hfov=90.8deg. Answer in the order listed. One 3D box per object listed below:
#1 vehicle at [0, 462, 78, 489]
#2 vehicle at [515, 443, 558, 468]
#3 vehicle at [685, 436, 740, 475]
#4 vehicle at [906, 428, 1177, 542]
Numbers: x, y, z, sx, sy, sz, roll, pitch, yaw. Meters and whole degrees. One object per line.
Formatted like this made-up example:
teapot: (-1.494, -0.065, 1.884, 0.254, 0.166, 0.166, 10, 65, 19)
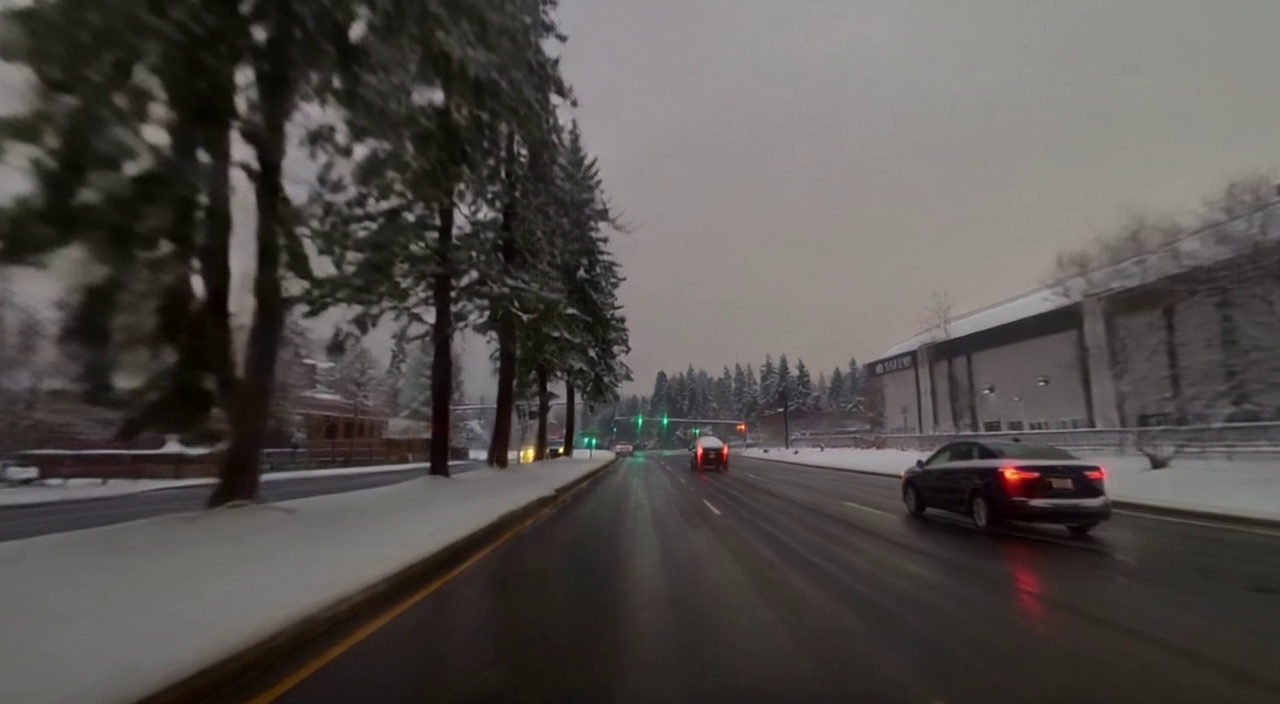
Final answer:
vehicle: (-38.205, 7.657, 39.359, 1.847, 1.443, 4.791, -1, -9, 3)
vehicle: (-6.587, 6.623, 40.641, 1.970, 1.483, 4.269, 0, -9, 1)
vehicle: (3.490, 5.112, 31.317, 2.095, 1.759, 4.862, 0, -9, -1)
vehicle: (6.706, 2.248, 11.295, 2.000, 1.618, 4.238, 0, -9, -1)
